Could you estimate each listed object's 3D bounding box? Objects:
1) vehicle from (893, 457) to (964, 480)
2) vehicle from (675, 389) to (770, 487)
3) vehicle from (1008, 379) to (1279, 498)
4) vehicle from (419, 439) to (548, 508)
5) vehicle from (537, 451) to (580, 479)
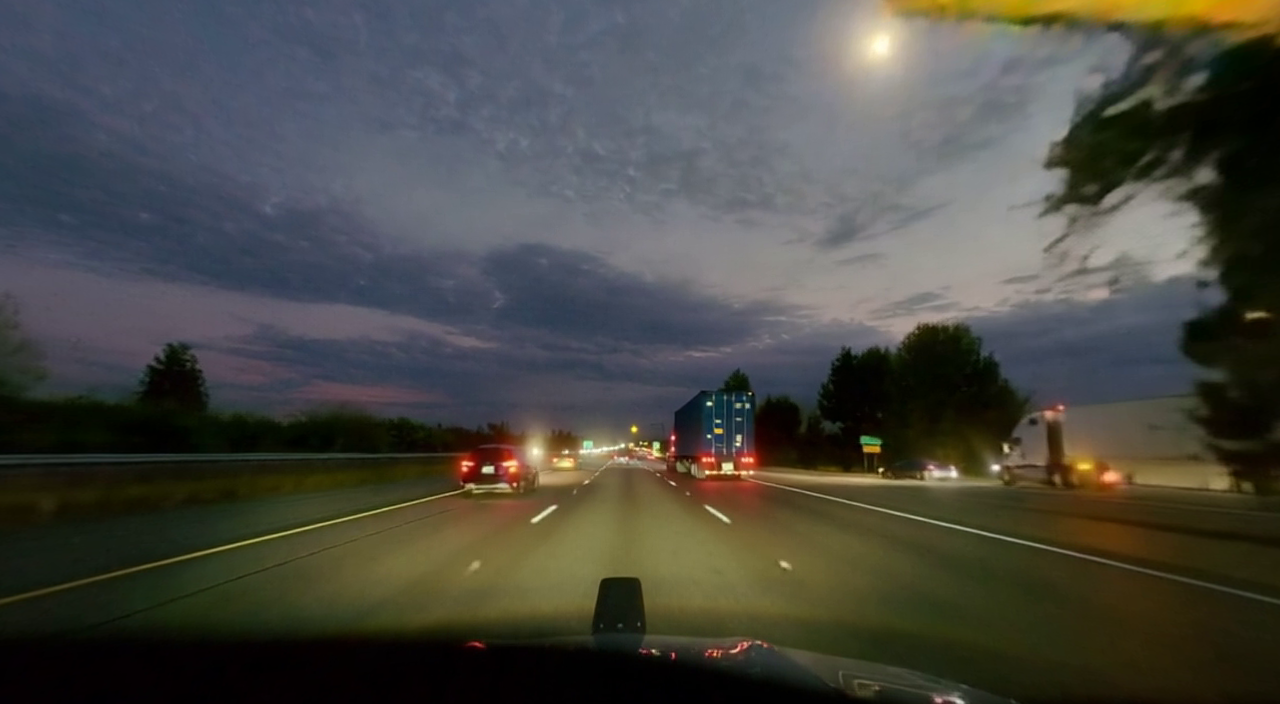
[{"bbox_3d":[19.667,7.958,43.250,1.989,1.430,4.811,2,-9,-10],"label":"vehicle"},{"bbox_3d":[3.772,4.590,32.710,2.821,4.046,12.876,0,-9,-2],"label":"vehicle"},{"bbox_3d":[23.997,3.657,26.167,3.081,4.331,17.117,3,-10,-17],"label":"vehicle"},{"bbox_3d":[-4.196,3.371,17.973,2.370,1.647,5.091,0,-9,0],"label":"vehicle"},{"bbox_3d":[-4.698,6.559,36.803,2.063,1.532,3.763,0,-9,-1],"label":"vehicle"}]
